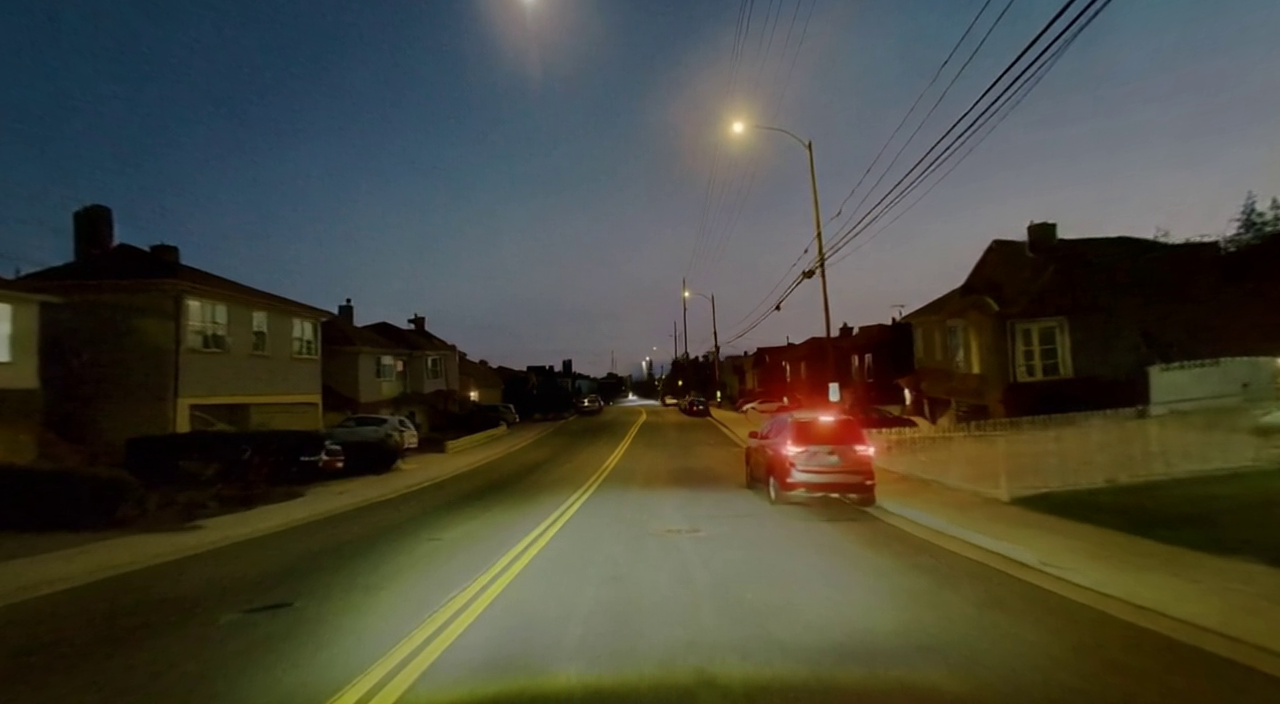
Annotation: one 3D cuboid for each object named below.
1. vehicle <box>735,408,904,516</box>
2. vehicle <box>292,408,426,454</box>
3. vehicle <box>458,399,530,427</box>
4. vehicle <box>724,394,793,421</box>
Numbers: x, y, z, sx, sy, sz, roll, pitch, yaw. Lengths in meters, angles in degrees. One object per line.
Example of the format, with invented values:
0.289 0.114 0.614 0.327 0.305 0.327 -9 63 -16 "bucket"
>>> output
3.493 2.142 13.400 2.211 1.860 4.813 0 -5 0 "vehicle"
-11.481 3.299 25.955 4.525 1.797 2.024 -1 -9 5 "vehicle"
-10.366 4.340 44.747 4.484 1.538 1.901 4 -7 5 "vehicle"
8.925 4.221 47.588 4.893 1.642 1.874 -3 -9 5 "vehicle"
